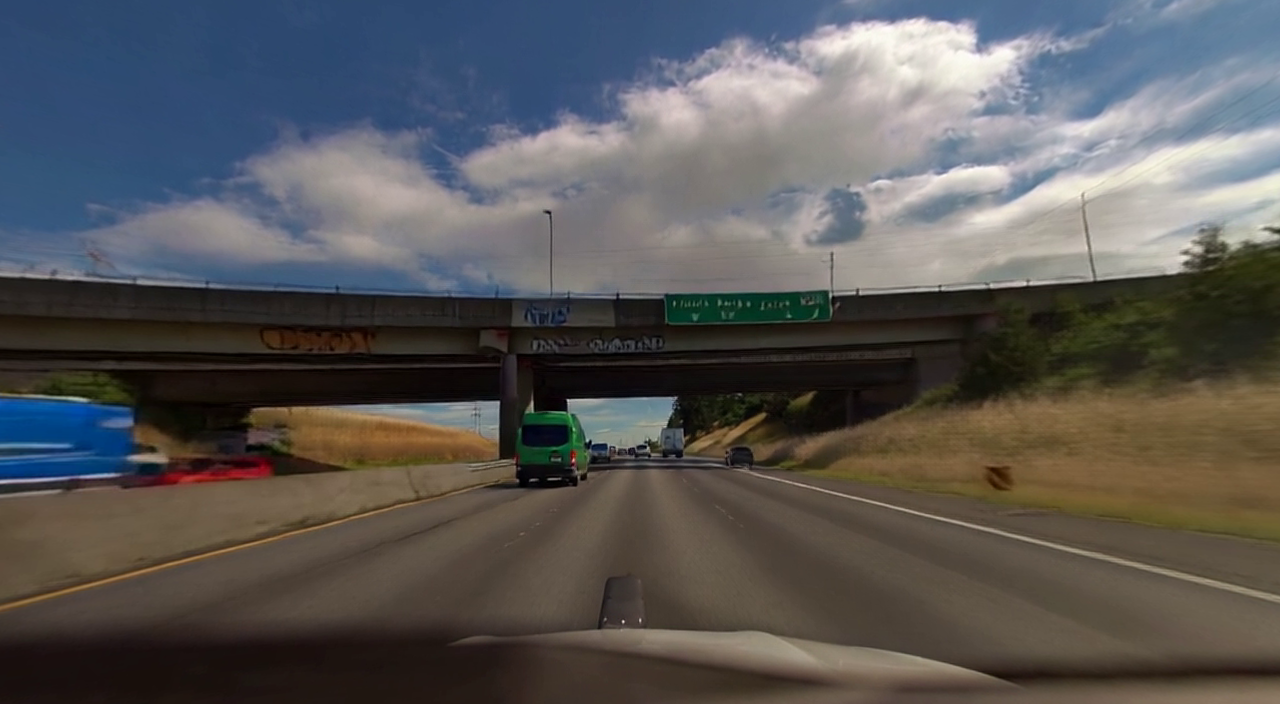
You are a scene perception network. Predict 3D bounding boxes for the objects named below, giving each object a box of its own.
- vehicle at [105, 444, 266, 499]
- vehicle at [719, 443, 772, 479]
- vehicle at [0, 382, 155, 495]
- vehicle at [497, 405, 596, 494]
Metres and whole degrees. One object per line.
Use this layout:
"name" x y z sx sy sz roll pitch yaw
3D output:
"vehicle" -16.279 4.299 23.007 2.186 1.770 4.958 0 -9 0
"vehicle" 5.216 5.442 31.732 1.936 1.664 4.198 0 -9 0
"vehicle" -20.698 2.907 20.927 2.807 3.379 7.801 0 -9 0
"vehicle" -3.000 3.395 21.879 2.451 2.627 5.868 0 -9 0
